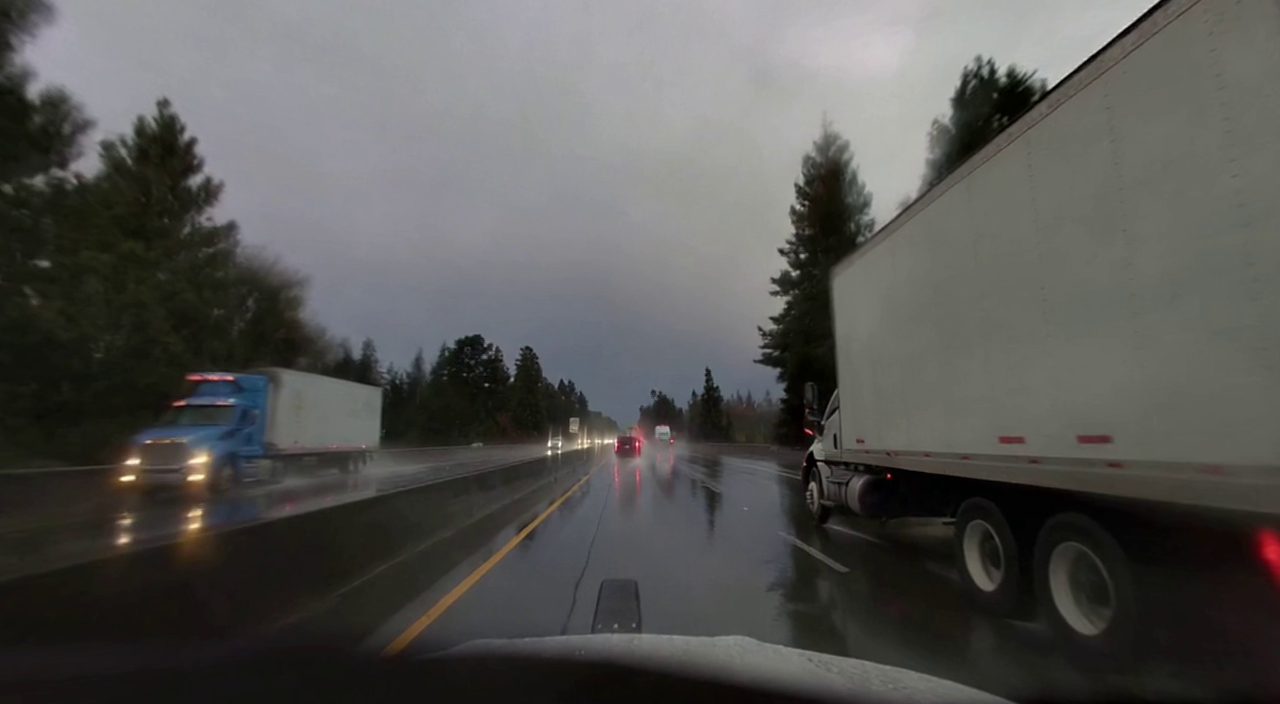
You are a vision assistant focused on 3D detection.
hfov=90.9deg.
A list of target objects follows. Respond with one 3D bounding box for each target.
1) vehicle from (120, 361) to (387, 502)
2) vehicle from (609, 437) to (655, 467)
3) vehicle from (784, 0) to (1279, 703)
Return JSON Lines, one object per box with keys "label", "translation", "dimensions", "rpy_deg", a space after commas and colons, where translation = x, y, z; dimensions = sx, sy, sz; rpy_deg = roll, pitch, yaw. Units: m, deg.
{"label": "vehicle", "translation": [-13.533, 3.043, 24.107], "dimensions": [3.190, 4.107, 11.334], "rpy_deg": [0, -8, -1]}
{"label": "vehicle", "translation": [-0.458, 5.176, 32.999], "dimensions": [2.259, 1.466, 3.693], "rpy_deg": [0, -8, -1]}
{"label": "vehicle", "translation": [3.860, 0.406, 5.909], "dimensions": [2.921, 3.526, 8.207], "rpy_deg": [0, -8, -1]}
